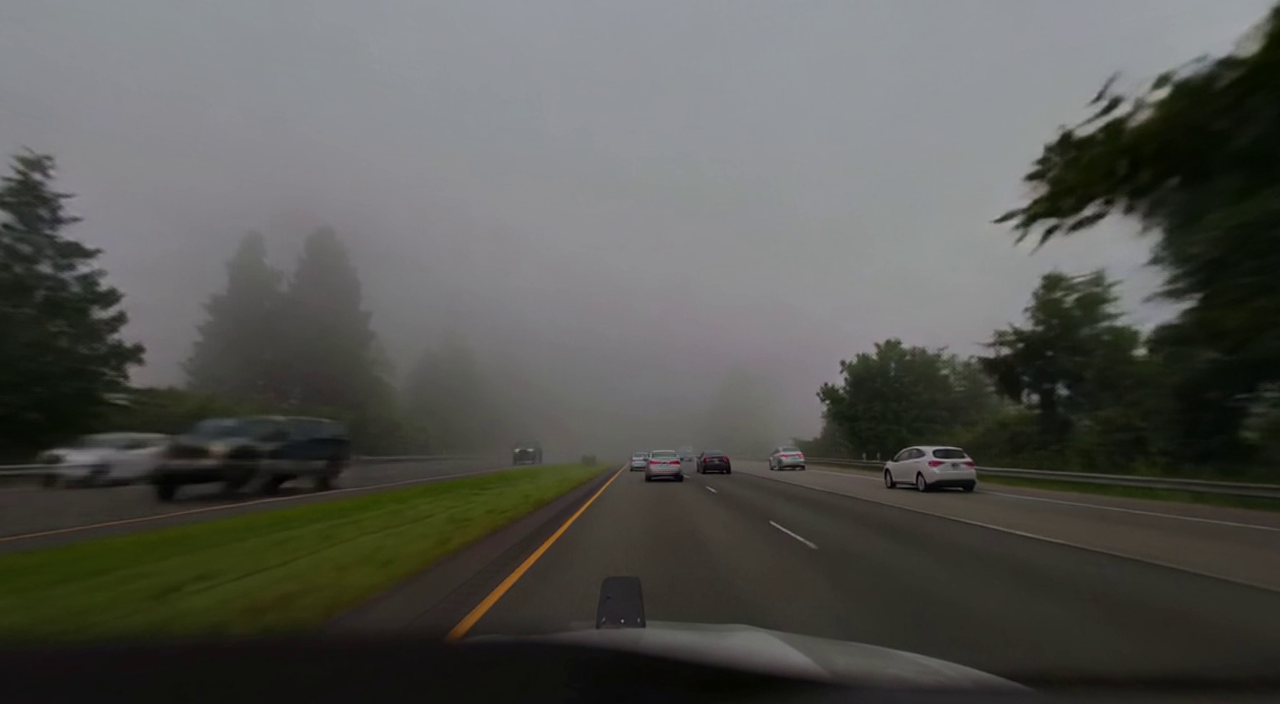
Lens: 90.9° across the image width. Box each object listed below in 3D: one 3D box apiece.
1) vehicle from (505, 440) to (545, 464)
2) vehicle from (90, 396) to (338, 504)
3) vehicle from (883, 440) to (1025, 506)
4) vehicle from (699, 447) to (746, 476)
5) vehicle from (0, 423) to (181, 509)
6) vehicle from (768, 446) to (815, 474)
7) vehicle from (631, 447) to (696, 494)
[{"bbox_3d":[-8.347,7.338,46.139,2.039,1.648,4.621,-1,-9,1],"label":"vehicle"},{"bbox_3d":[-8.733,2.108,13.604,2.055,1.897,4.576,0,-9,1],"label":"vehicle"},{"bbox_3d":[8.249,3.191,17.014,1.847,1.554,3.752,0,-9,0],"label":"vehicle"},{"bbox_3d":[4.496,6.039,34.912,1.981,1.518,4.029,0,-9,0],"label":"vehicle"},{"bbox_3d":[-12.510,2.437,13.780,1.835,1.583,4.021,0,-9,0],"label":"vehicle"},{"bbox_3d":[9.306,6.652,39.039,1.957,1.594,3.632,0,-9,0],"label":"vehicle"},{"bbox_3d":[0.740,3.980,21.480,2.020,1.426,3.702,0,-9,0],"label":"vehicle"}]
